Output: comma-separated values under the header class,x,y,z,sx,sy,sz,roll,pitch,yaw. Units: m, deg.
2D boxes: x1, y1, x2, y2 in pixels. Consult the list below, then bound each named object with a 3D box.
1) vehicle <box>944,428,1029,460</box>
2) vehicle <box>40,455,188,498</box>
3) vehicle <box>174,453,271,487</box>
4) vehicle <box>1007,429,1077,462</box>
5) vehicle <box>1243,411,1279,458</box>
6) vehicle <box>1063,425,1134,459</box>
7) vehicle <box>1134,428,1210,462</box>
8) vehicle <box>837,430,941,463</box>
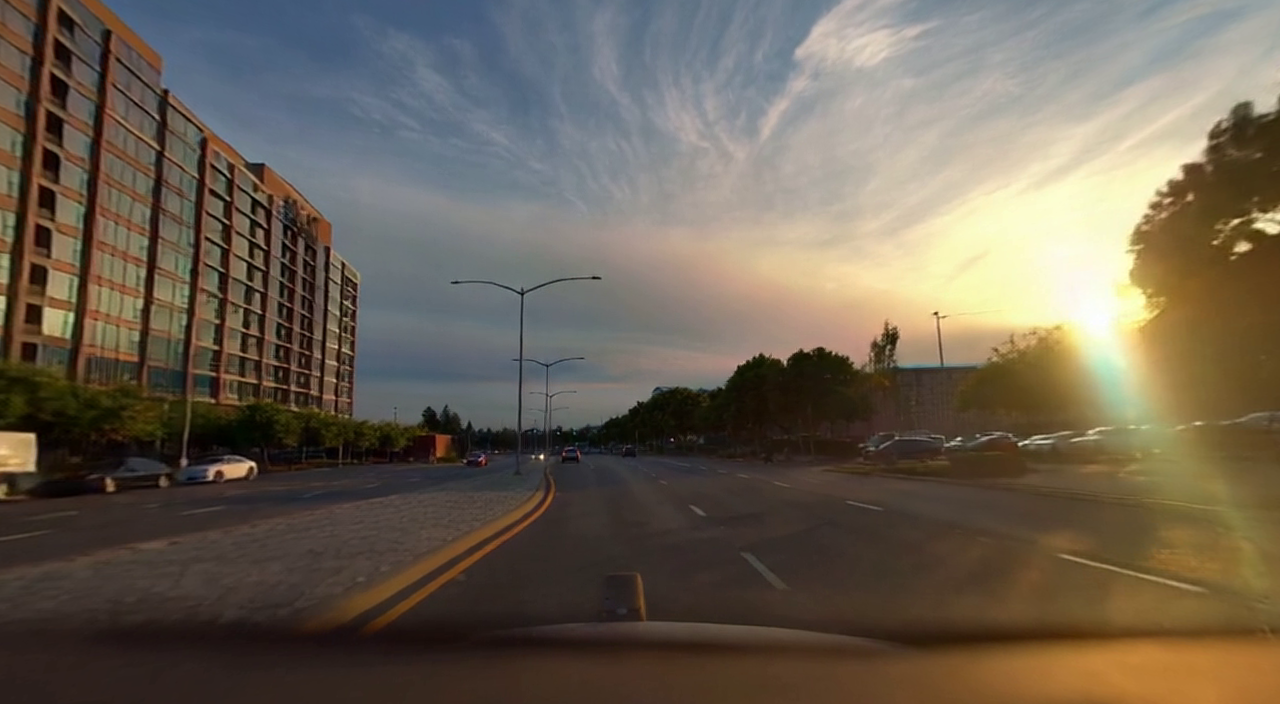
class,x,y,z,sx,sy,sz,roll,pitch,yaw
vehicle,21.451,5.739,39.363,4.218,1.780,2.331,-1,-10,18
vehicle,-20.845,4.933,25.402,1.924,1.476,4.957,0,-9,-4
vehicle,-21.553,6.071,32.882,2.155,1.542,4.584,1,-9,-5
vehicle,21.735,5.042,34.057,2.218,1.617,4.783,-8,-11,43
vehicle,36.767,4.808,36.462,5.151,2.514,2.332,10,-13,-43
vehicle,23.669,4.652,32.525,2.219,1.587,5.047,-8,-12,42
vehicle,26.232,4.566,31.104,4.202,1.577,2.080,7,-11,-40
vehicle,15.857,6.102,40.694,5.829,1.995,2.659,-2,-9,14
